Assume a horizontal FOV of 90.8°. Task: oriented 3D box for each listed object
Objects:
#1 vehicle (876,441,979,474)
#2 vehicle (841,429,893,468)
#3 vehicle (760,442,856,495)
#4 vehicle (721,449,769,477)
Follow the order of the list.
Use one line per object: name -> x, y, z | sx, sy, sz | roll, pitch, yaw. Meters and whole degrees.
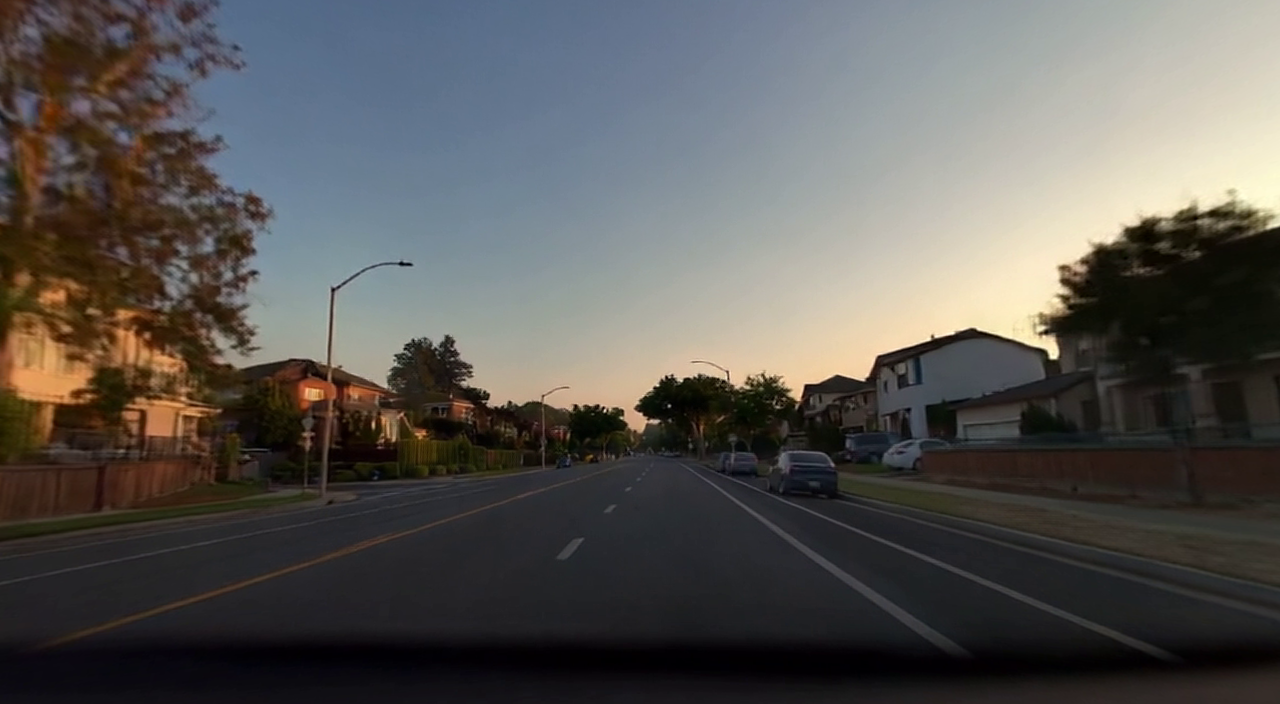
vehicle -> 14.172, 5.203, 31.330 | 4.132, 1.535, 1.923 | -1, -8, 3
vehicle -> 13.883, 5.840, 38.359 | 2.330, 2.123, 6.314 | -4, -9, 25
vehicle -> 5.541, 3.941, 21.581 | 1.971, 1.558, 4.895 | 0, -10, 0
vehicle -> 6.102, 6.466, 37.103 | 1.938, 1.464, 4.390 | -1, -8, -2
